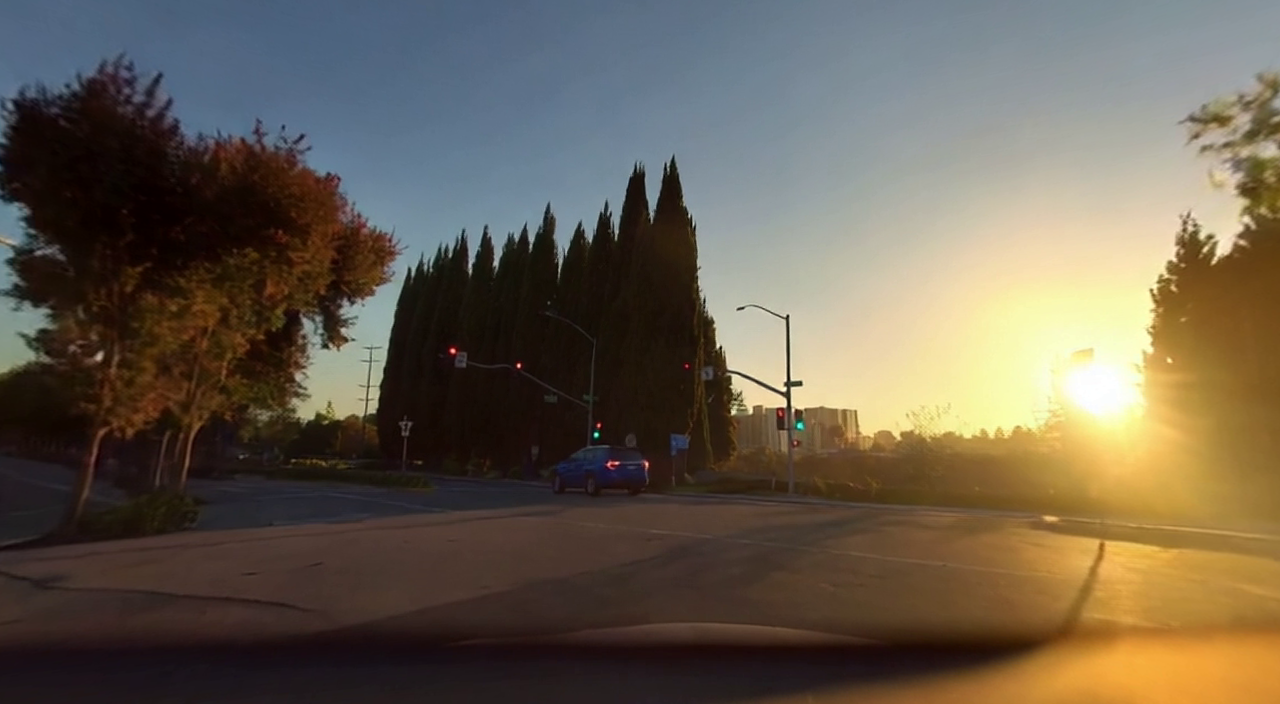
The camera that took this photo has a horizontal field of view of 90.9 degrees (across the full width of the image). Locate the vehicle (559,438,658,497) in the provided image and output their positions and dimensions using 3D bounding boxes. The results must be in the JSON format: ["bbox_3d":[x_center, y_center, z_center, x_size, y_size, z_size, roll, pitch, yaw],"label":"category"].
[{"bbox_3d":[-1.258,3.982,22.054,2.284,1.788,4.871,3,-10,-17],"label":"vehicle"}]
